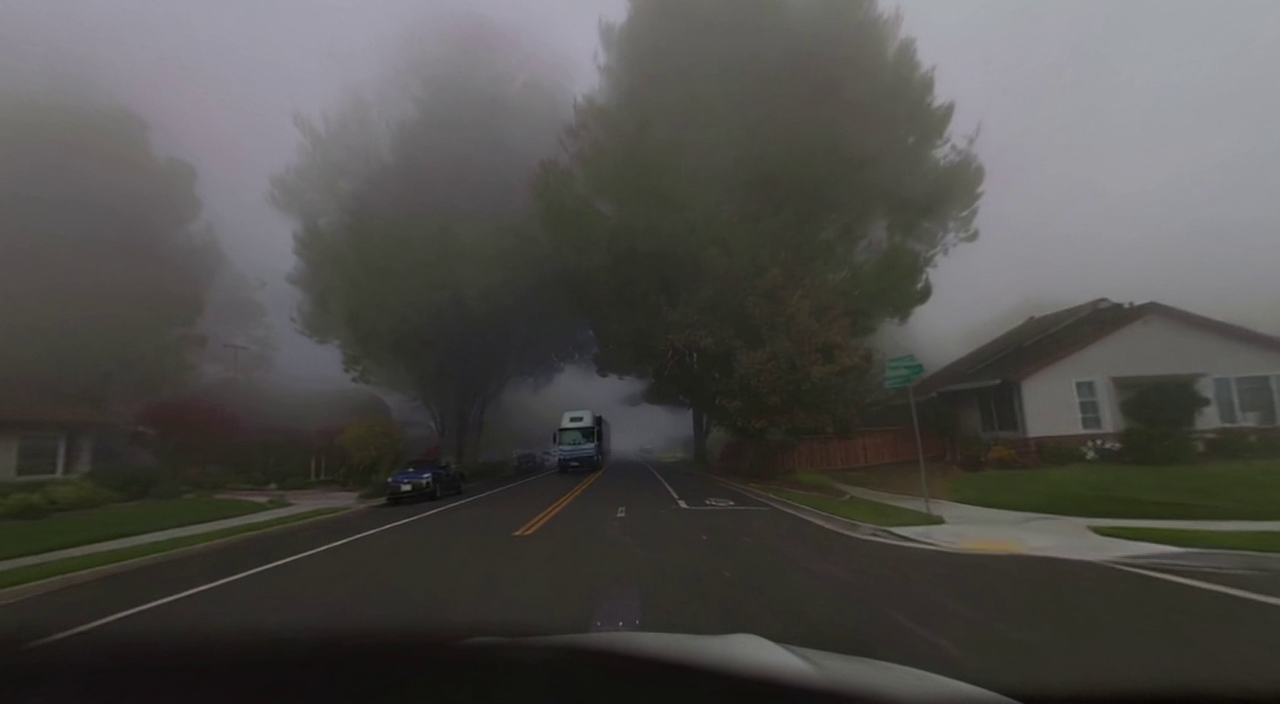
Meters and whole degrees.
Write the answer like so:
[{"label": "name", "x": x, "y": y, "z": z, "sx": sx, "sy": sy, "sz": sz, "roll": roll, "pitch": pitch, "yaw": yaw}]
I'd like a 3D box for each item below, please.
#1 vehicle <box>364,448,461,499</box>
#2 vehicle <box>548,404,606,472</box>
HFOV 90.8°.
[{"label": "vehicle", "x": -8.944, "y": 4.776, "z": 25.321, "sx": 2.119, "sy": 1.775, "sz": 4.643, "roll": 0, "pitch": -9, "yaw": 0}, {"label": "vehicle", "x": -4.088, "y": 6.048, "z": 43.823, "sx": 3.133, "sy": 4.112, "sz": 10.695, "roll": 0, "pitch": -9, "yaw": -1}]
